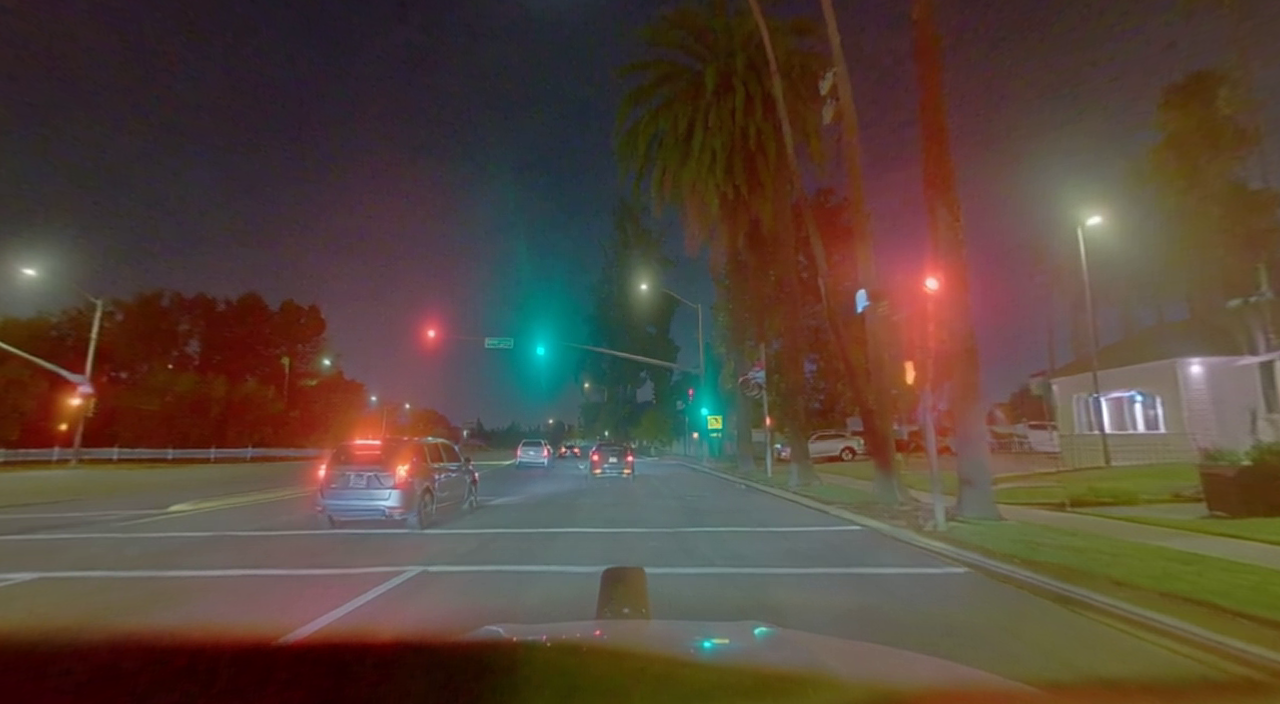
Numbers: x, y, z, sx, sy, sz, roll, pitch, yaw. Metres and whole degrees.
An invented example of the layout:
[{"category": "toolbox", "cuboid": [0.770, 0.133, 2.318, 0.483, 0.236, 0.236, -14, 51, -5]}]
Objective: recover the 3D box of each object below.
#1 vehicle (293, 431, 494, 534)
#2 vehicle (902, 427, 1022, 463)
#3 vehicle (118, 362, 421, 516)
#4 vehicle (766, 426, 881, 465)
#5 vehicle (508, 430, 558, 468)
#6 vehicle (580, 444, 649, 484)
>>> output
[{"category": "vehicle", "cuboid": [-4.004, 2.168, 11.131, 1.709, 1.425, 4.337, -1, -8, 1]}, {"category": "vehicle", "cuboid": [14.667, 4.227, 28.810, 4.615, 1.555, 2.021, 2, -9, -15]}, {"category": "vehicle", "cuboid": [-7.719, 2.013, 14.561, 2.821, 2.701, 6.721, 0, -8, 1]}, {"category": "vehicle", "cuboid": [8.709, 4.442, 30.029, 4.742, 1.690, 2.218, 2, -9, -18]}, {"category": "vehicle", "cuboid": [-5.663, 5.195, 33.903, 2.032, 1.852, 4.571, -1, -8, -1]}, {"category": "vehicle", "cuboid": [-0.869, 3.764, 21.569, 2.131, 1.222, 3.868, 0, -8, -3]}]
